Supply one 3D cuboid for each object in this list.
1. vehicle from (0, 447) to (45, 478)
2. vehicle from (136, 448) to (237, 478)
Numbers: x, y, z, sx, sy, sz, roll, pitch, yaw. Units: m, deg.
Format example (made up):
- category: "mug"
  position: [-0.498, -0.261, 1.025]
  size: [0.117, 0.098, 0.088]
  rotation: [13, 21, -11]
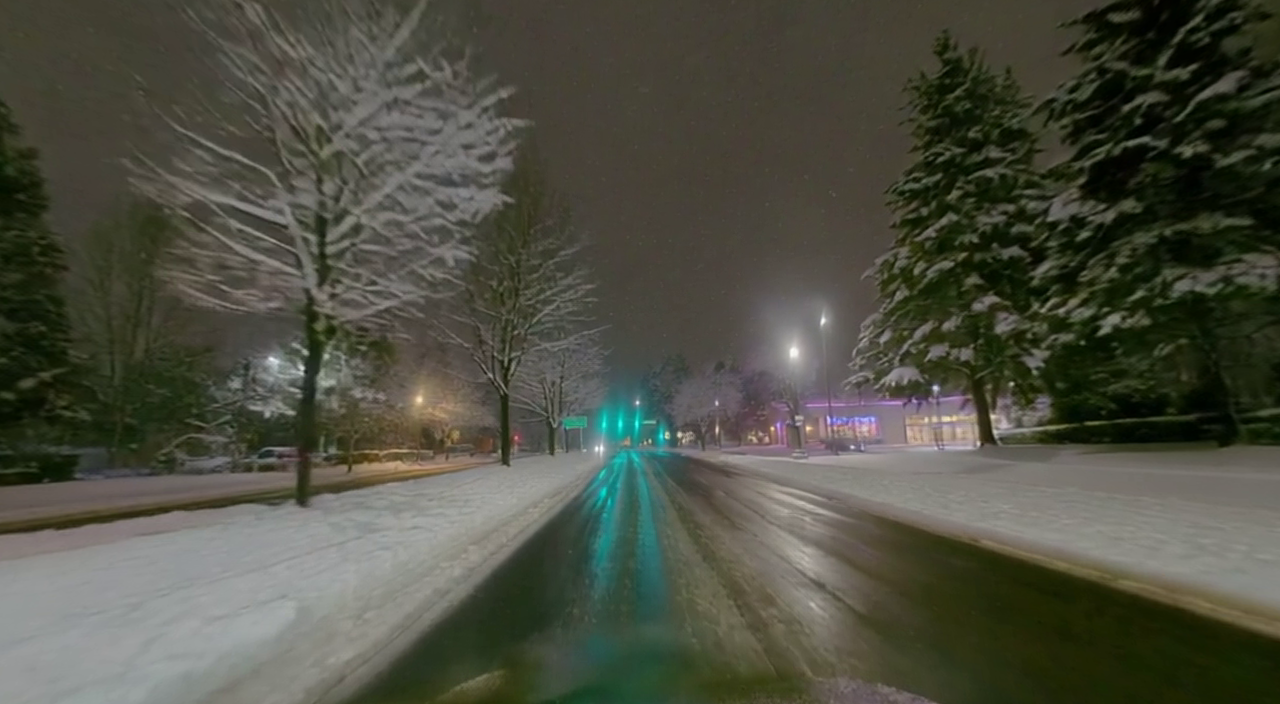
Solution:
- category: "vehicle"
  position: [-41.528, 7.203, 41.611]
  size: [4.997, 1.912, 2.111]
  rotation: [-6, -10, 33]
- category: "vehicle"
  position: [-28.345, 6.940, 39.724]
  size: [4.922, 1.511, 1.959]
  rotation: [1, -8, -28]
